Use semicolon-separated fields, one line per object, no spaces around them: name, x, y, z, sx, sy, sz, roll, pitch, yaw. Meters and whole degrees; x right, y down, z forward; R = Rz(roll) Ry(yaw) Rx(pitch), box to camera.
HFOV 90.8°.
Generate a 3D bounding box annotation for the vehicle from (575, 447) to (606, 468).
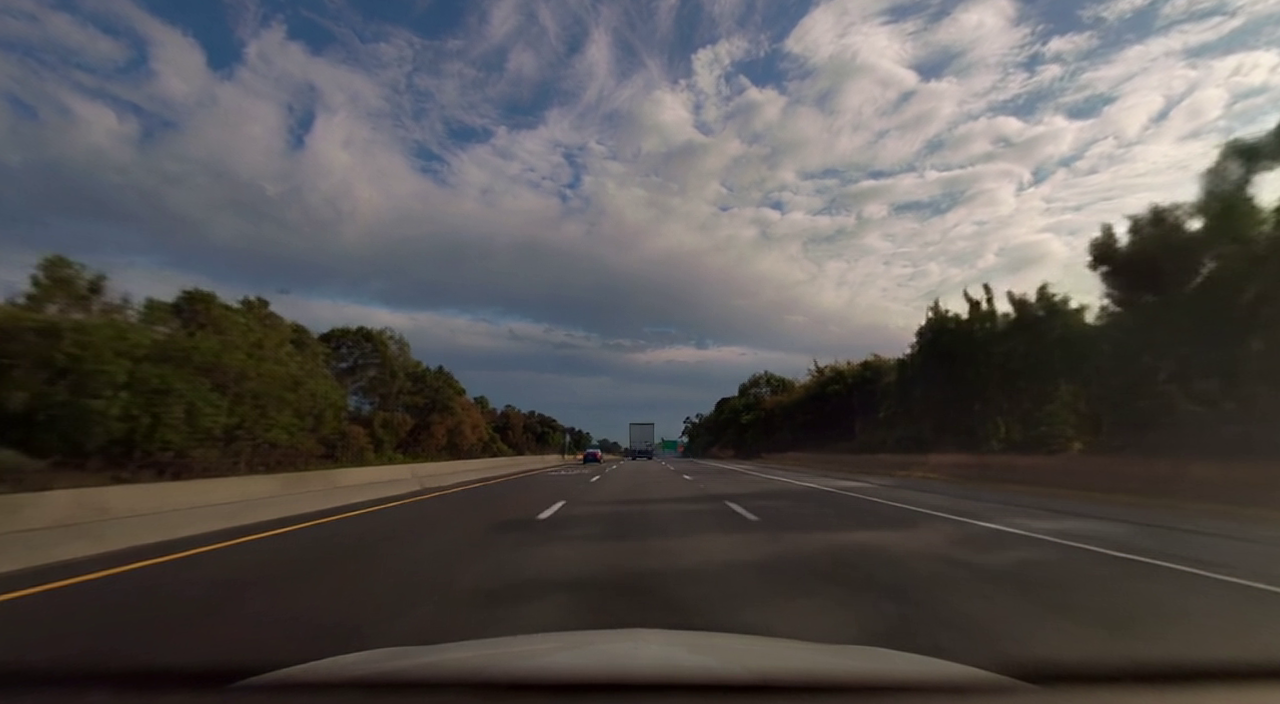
vehicle;-3.564;7.682;46.122;1.955;1.438;4.100;0;-9;-1
